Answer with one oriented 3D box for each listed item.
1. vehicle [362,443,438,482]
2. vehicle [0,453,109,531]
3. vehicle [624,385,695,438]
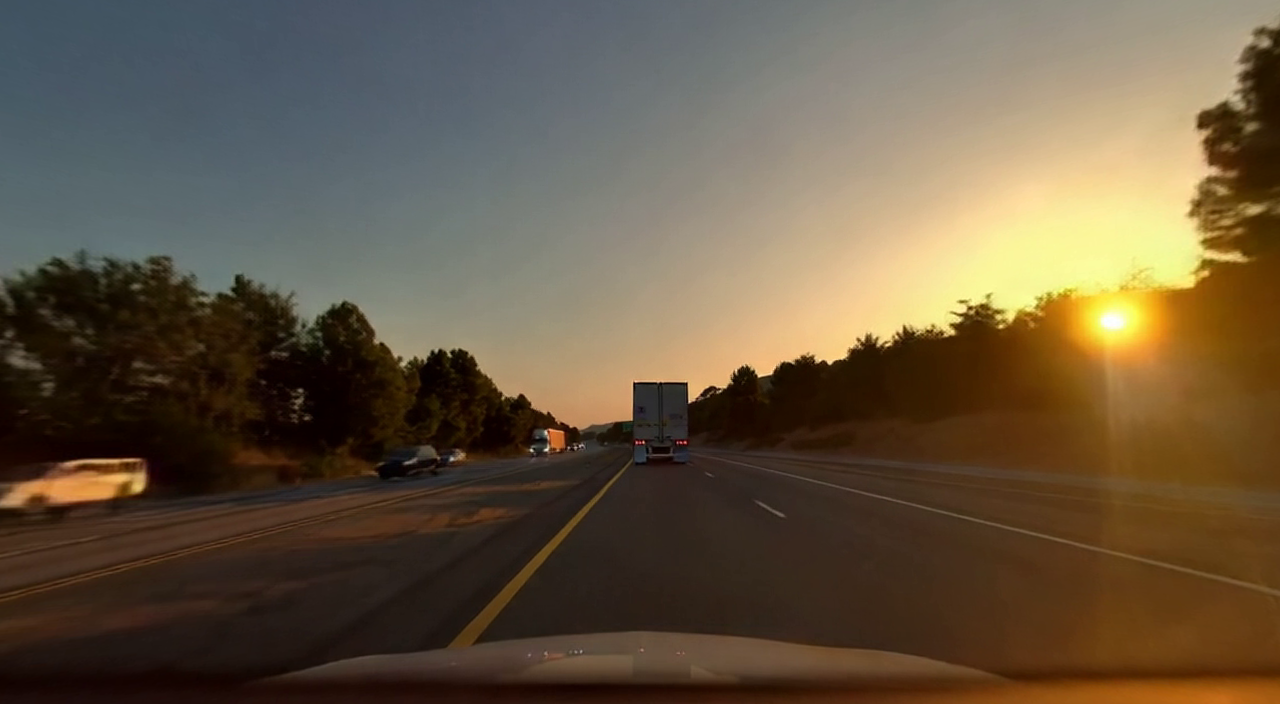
[{"bbox_3d":[-11.360,5.216,30.096,1.873,1.712,4.097,0,-8,2],"label":"vehicle"},{"bbox_3d":[-14.679,3.125,14.014,1.869,1.620,4.362,-2,-8,0],"label":"vehicle"},{"bbox_3d":[0.659,2.488,25.321,2.509,1.890,4.732,0,-8,-2],"label":"vehicle"}]
